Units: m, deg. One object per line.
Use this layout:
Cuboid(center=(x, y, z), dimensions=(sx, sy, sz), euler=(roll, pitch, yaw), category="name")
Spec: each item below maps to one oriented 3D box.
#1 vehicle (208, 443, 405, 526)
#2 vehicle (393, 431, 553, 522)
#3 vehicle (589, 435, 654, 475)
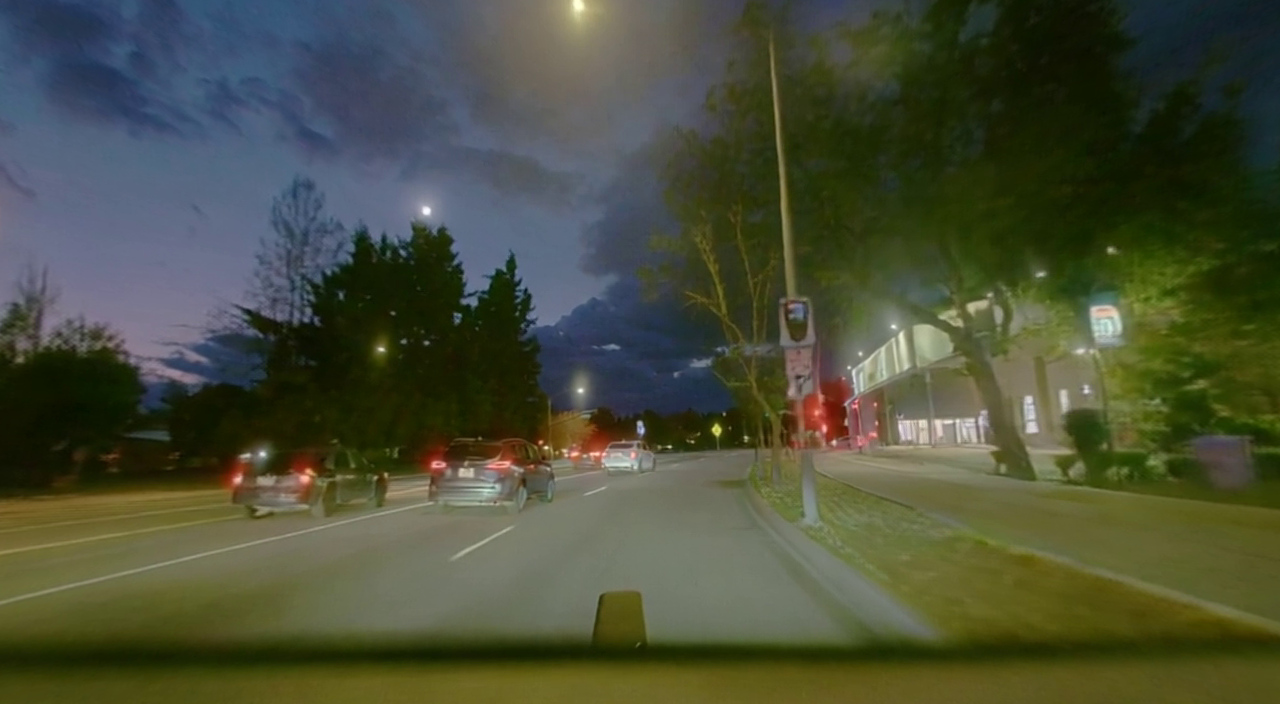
Cuboid(center=(-7.163, 2.838, 14.140), dimensions=(1.974, 1.558, 3.949), euler=(-1, -9, 6), category="vehicle")
Cuboid(center=(-3.406, 2.617, 13.869), dimensions=(2.002, 1.664, 4.113), euler=(-1, -9, 6), category="vehicle")
Cuboid(center=(-0.799, 5.062, 31.297), dimensions=(2.167, 1.832, 4.679), euler=(-2, -9, 12), category="vehicle")
